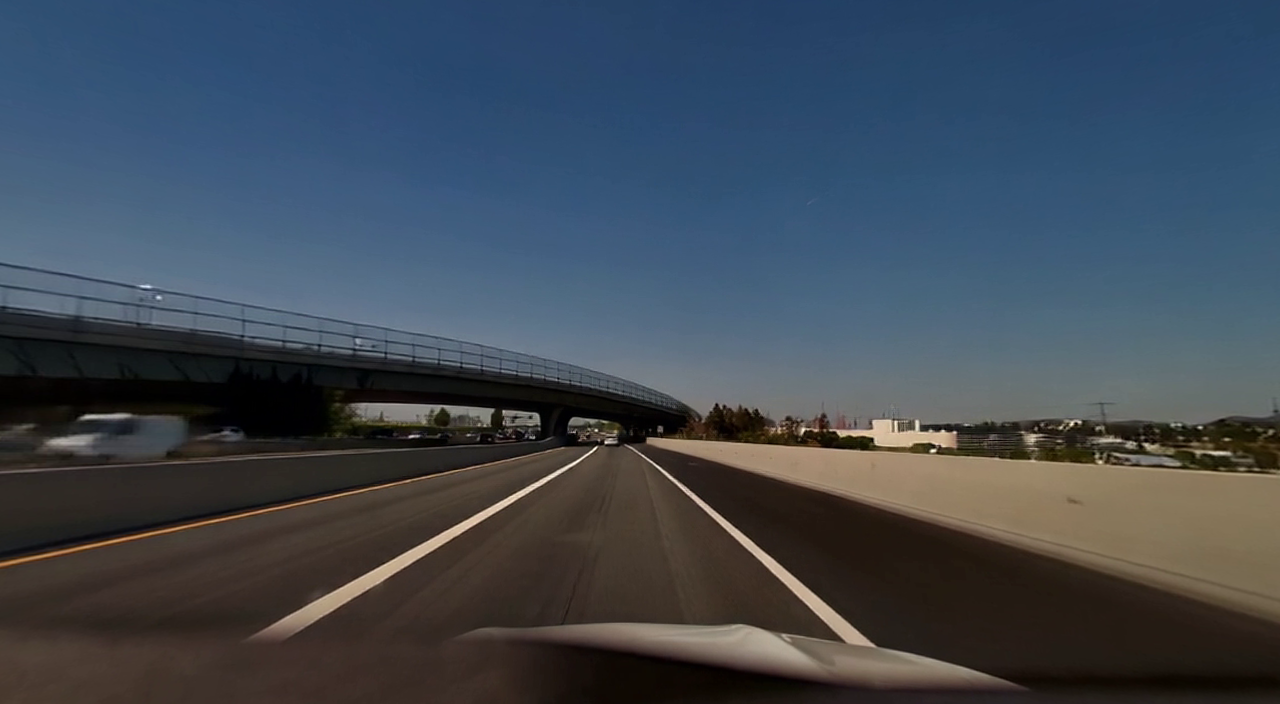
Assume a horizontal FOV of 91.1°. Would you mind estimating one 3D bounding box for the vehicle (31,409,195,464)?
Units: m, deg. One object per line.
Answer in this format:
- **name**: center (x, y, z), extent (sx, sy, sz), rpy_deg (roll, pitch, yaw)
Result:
- **vehicle**: center (-20.228, 3.296, 24.490), extent (2.128, 1.893, 4.820), rpy_deg (0, -8, 1)
